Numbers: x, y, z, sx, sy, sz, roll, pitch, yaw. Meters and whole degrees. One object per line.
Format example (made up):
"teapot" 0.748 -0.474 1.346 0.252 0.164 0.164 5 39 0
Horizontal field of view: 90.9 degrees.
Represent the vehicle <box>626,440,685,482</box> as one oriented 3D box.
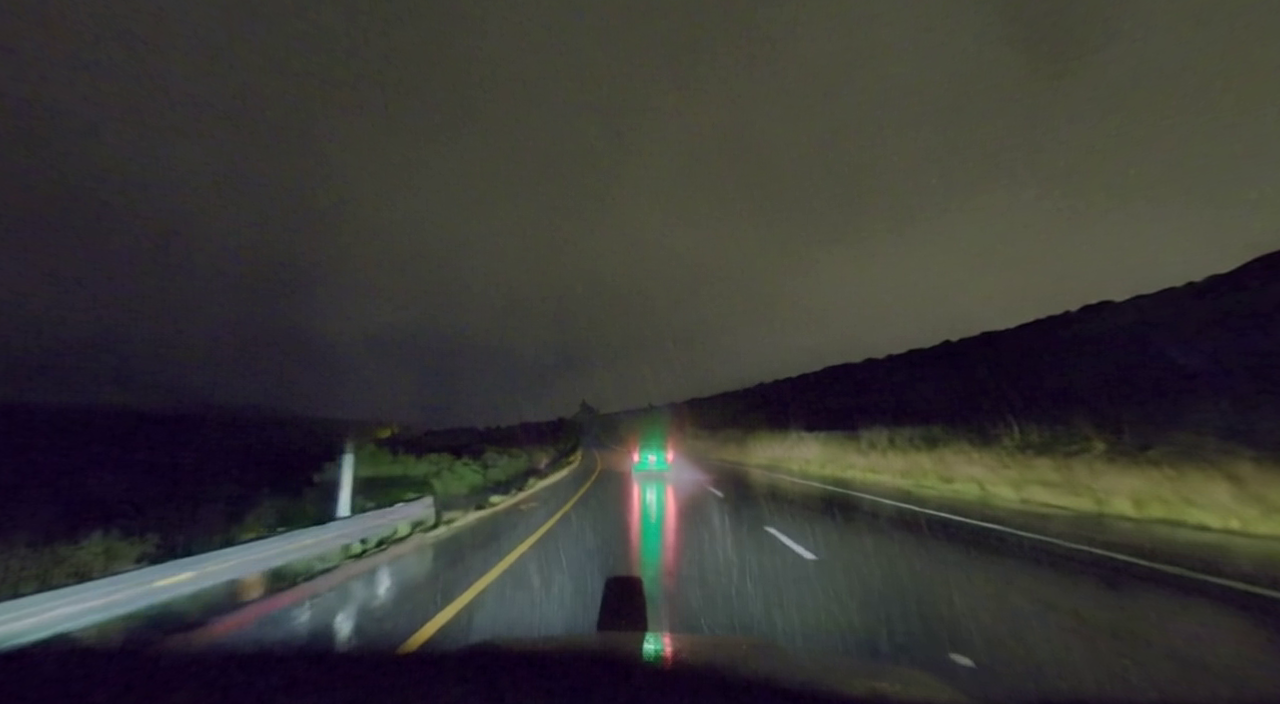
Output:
"vehicle" 0.508 4.237 24.793 2.029 1.474 4.183 0 -9 -2
